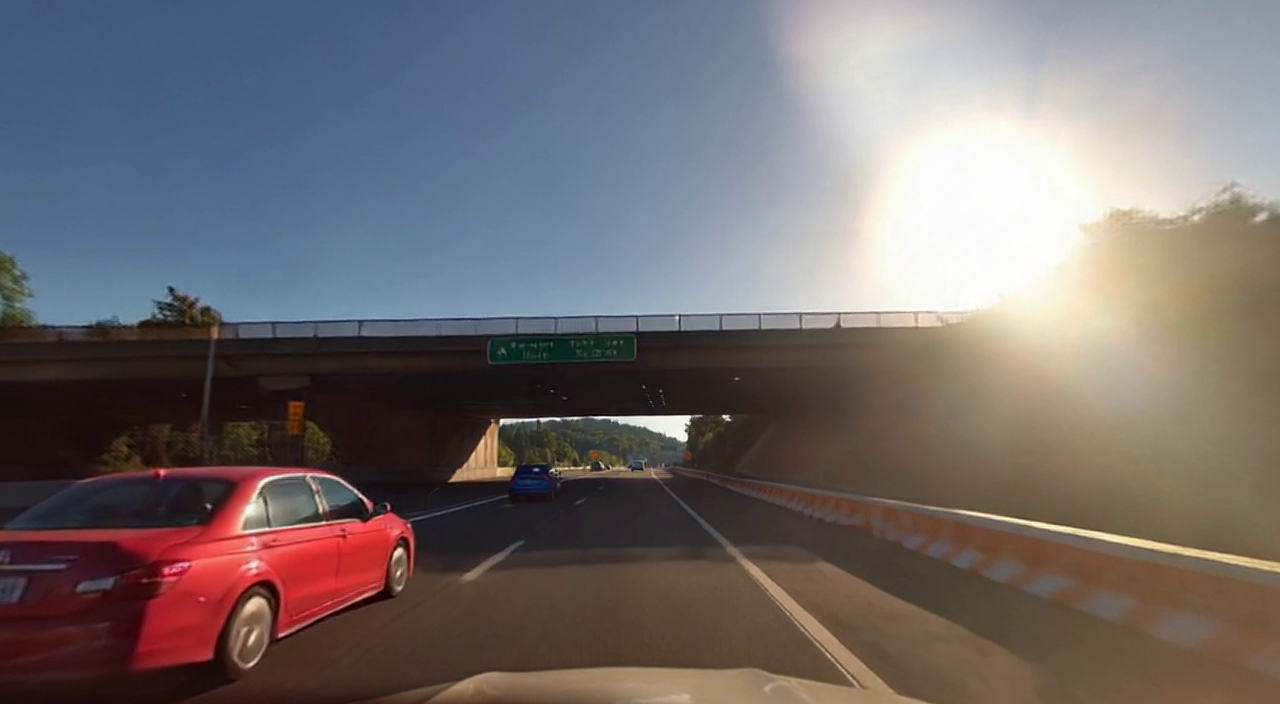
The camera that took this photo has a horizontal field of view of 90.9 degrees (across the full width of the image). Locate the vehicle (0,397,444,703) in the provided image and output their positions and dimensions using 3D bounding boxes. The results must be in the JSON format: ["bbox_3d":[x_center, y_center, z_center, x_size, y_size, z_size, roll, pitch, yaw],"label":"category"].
[{"bbox_3d":[-3.277,1.314,4.469,2.023,1.507,5.082,1,-10,1],"label":"vehicle"}]

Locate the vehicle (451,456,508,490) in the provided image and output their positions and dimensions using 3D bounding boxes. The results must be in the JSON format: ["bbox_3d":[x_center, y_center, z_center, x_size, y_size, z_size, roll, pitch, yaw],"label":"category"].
[{"bbox_3d":[-7.938,6.032,31.556,1.823,1.540,4.231,1,-10,-1],"label":"vehicle"}]

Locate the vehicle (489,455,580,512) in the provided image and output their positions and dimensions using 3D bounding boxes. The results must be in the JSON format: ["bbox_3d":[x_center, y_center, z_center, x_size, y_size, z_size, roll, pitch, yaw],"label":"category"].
[{"bbox_3d":[-3.029,3.891,18.908,1.992,1.466,3.690,1,-10,2],"label":"vehicle"}]
